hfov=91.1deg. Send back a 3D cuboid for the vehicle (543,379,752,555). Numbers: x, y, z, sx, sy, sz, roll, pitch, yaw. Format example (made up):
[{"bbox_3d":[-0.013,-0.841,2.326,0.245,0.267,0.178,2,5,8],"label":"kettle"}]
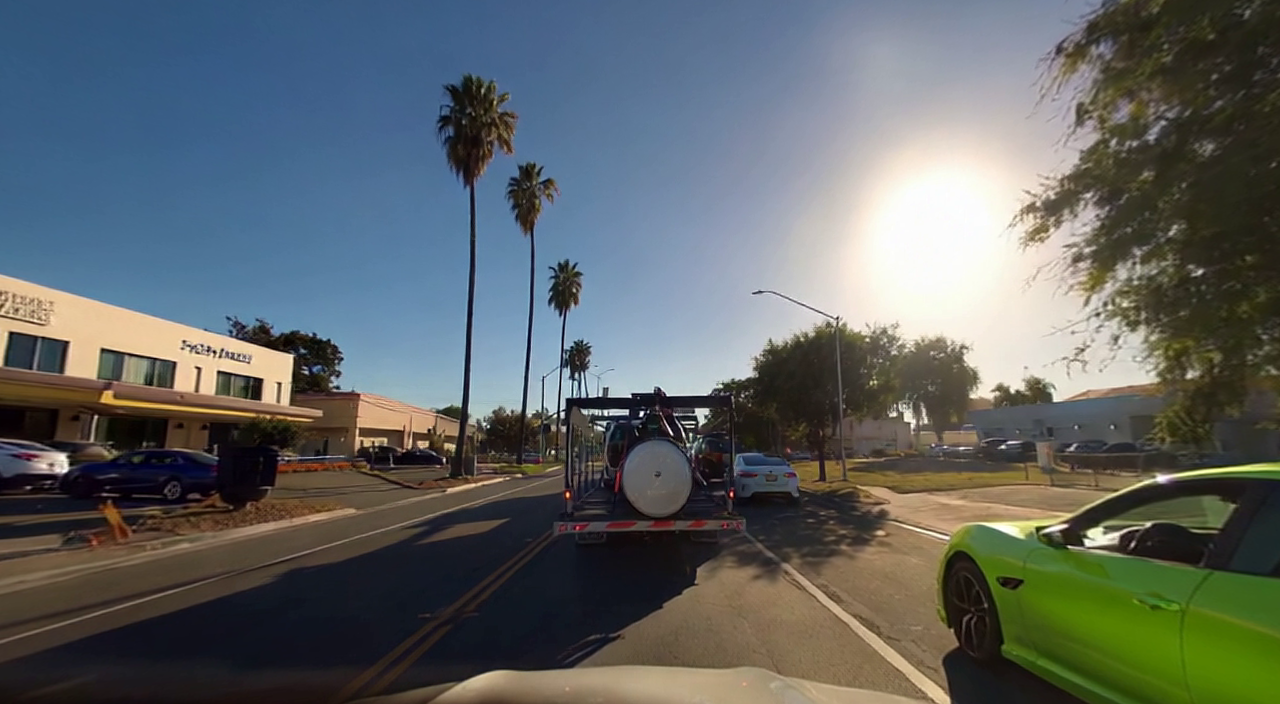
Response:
[{"bbox_3d":[0.127,1.993,11.592,2.728,2.305,6.506,0,-8,1],"label":"vehicle"}]

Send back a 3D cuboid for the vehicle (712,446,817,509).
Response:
[{"bbox_3d":[3.239,3.336,17.208,2.010,1.499,4.107,0,-8,0],"label":"vehicle"}]

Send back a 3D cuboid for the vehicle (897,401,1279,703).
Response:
[{"bbox_3d":[3.072,0.964,2.253,2.171,1.520,4.853,0,-8,-1],"label":"vehicle"}]

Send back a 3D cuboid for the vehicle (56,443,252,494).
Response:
[{"bbox_3d":[-15.086,3.612,19.690,4.490,1.500,1.875,0,-9,-2],"label":"vehicle"}]
